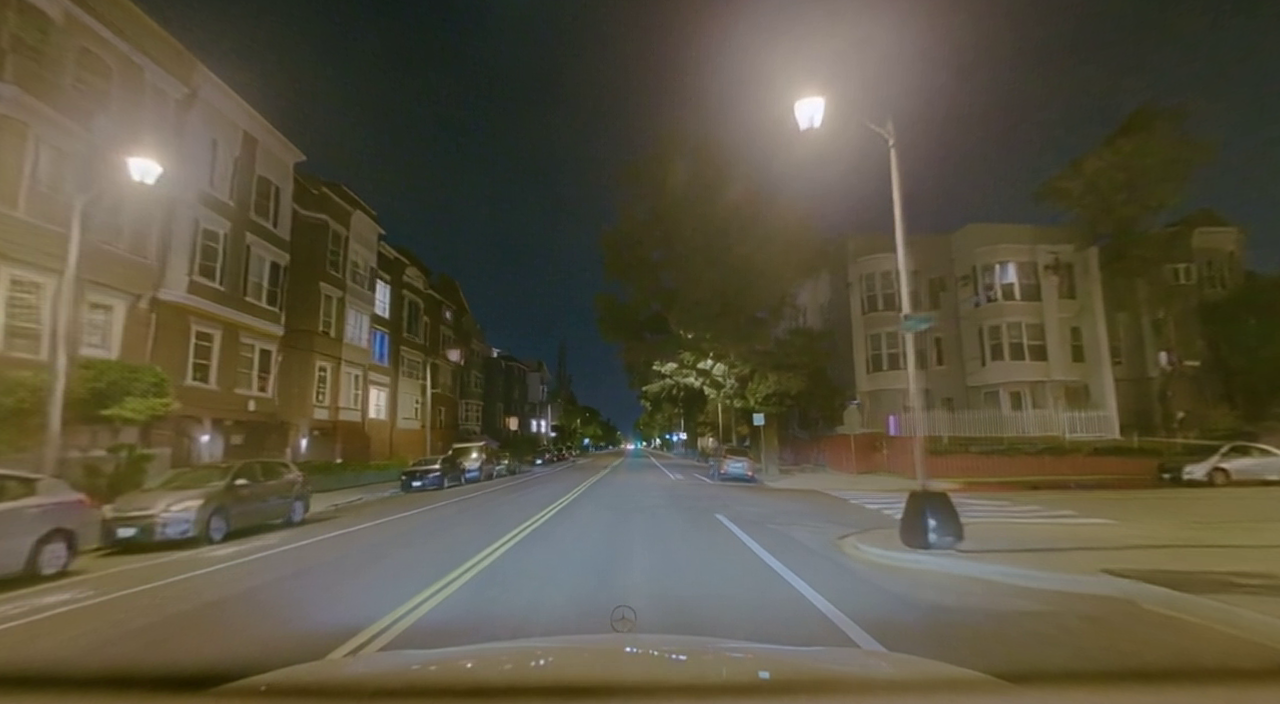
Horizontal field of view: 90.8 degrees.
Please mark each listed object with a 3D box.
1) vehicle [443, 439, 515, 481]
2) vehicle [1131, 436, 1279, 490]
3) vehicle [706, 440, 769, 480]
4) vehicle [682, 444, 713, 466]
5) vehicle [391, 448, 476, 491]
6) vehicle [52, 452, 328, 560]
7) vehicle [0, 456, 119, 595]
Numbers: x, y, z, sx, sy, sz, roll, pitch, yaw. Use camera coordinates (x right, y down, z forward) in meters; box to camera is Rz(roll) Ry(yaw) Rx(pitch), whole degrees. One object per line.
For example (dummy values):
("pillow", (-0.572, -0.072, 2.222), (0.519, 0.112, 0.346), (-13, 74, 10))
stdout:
("vehicle", (-7.738, 5.261, 30.898), (2.283, 1.853, 4.903), (-1, -9, -1))
("vehicle", (20.196, 3.802, 21.836), (4.568, 1.727, 2.199), (0, -9, -1))
("vehicle", (4.414, 4.976, 29.373), (2.034, 1.674, 4.271), (0, -9, -3))
("vehicle", (4.227, 7.623, 47.033), (1.845, 1.556, 3.929), (0, -9, -1))
("vehicle", (-7.986, 4.559, 24.911), (1.967, 1.517, 4.360), (0, -9, -1))
("vehicle", (-7.869, 2.663, 11.771), (1.836, 1.474, 4.565), (-2, -8, -1))
("vehicle", (-7.992, 1.815, 6.131), (1.970, 1.480, 4.616), (-1, -8, -1))
